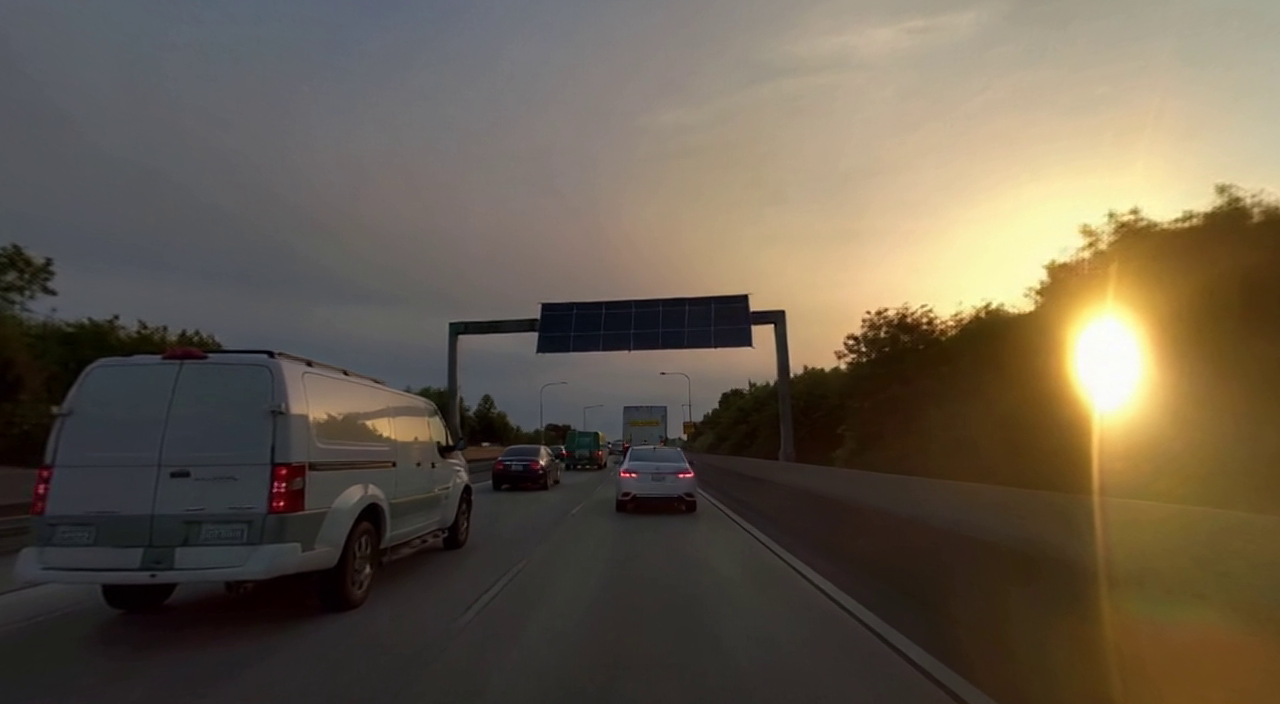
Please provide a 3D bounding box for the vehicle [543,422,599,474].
[{"bbox_3d":[-3.680,5.331,34.960,2.290,2.613,5.975,0,-9,2],"label":"vehicle"}]

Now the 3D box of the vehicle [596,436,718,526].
[{"bbox_3d":[0.265,2.462,12.503,2.063,1.507,3.488,0,-9,-1],"label":"vehicle"}]

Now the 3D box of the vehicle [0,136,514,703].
[{"bbox_3d":[-3.043,0.903,5.960,2.289,2.757,6.726,0,-9,0],"label":"vehicle"}]

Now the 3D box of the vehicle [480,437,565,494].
[{"bbox_3d":[-3.652,3.616,20.369,1.963,1.627,3.849,0,-9,1],"label":"vehicle"}]
